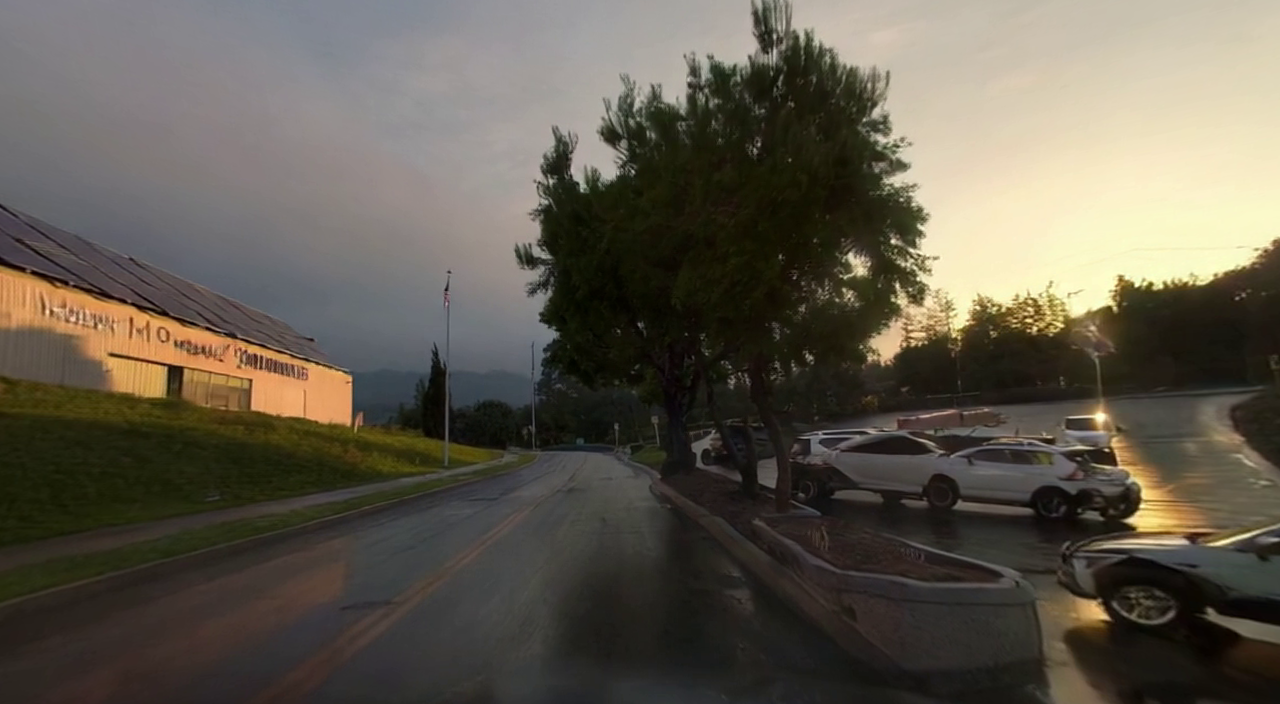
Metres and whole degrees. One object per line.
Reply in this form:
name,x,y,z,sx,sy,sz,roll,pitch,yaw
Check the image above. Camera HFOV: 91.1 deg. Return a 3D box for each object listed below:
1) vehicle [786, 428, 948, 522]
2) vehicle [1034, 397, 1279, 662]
vehicle,5.084,2.804,14.850,1.977,1.860,4.237,0,-9,-4
vehicle,5.995,1.308,4.709,2.113,1.945,4.546,5,-10,-29
